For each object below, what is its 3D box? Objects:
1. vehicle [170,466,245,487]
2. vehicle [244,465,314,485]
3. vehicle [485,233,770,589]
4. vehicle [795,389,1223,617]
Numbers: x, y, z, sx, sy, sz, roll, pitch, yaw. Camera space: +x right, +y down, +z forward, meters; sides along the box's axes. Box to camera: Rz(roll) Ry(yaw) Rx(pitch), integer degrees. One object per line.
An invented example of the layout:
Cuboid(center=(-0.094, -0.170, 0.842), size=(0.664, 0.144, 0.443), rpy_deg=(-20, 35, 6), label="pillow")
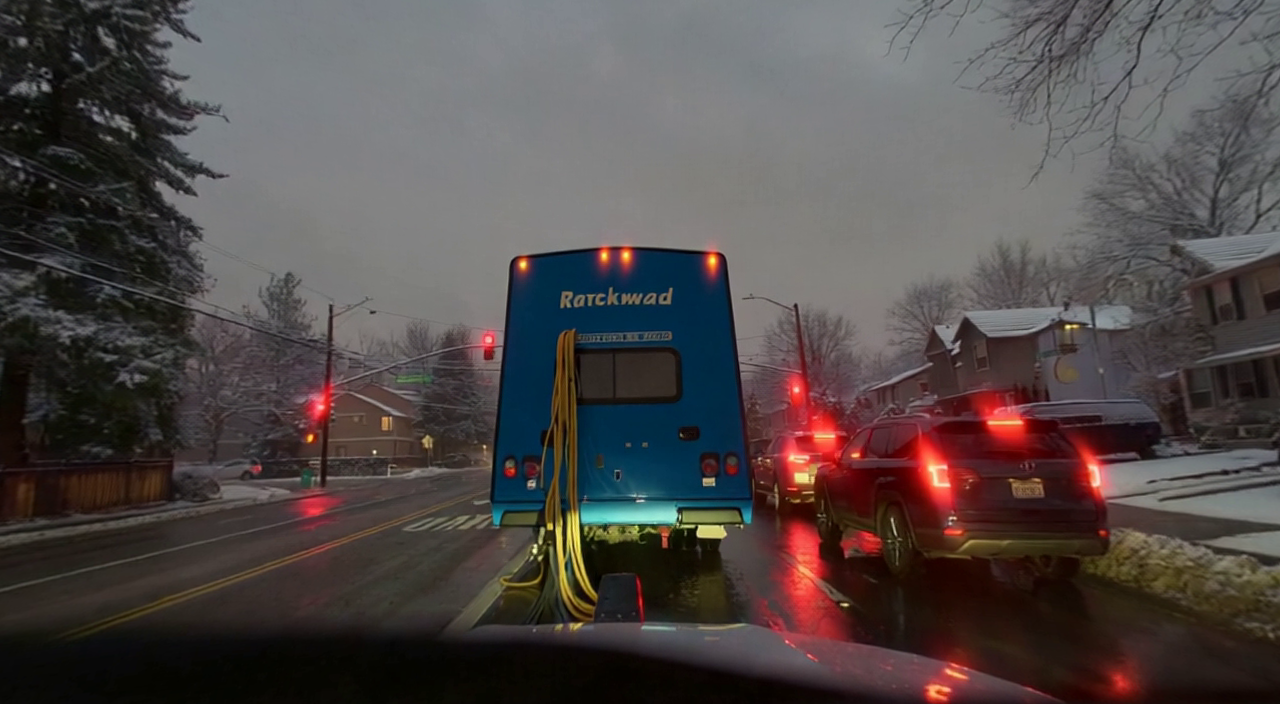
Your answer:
Cuboid(center=(-32.767, 9.411, 47.934), size=(4.311, 1.458, 1.707), rpy_deg=(0, -9, -3), label="vehicle")
Cuboid(center=(-27.454, 9.360, 48.128), size=(4.187, 1.445, 1.809), rpy_deg=(0, -9, 0), label="vehicle")
Cuboid(center=(-0.124, 1.121, 10.323), size=(2.709, 3.511, 8.213), rpy_deg=(0, -9, 0), label="vehicle")
Cuboid(center=(3.399, 1.492, 7.145), size=(2.104, 1.735, 4.408), rpy_deg=(0, -9, -1), label="vehicle")
